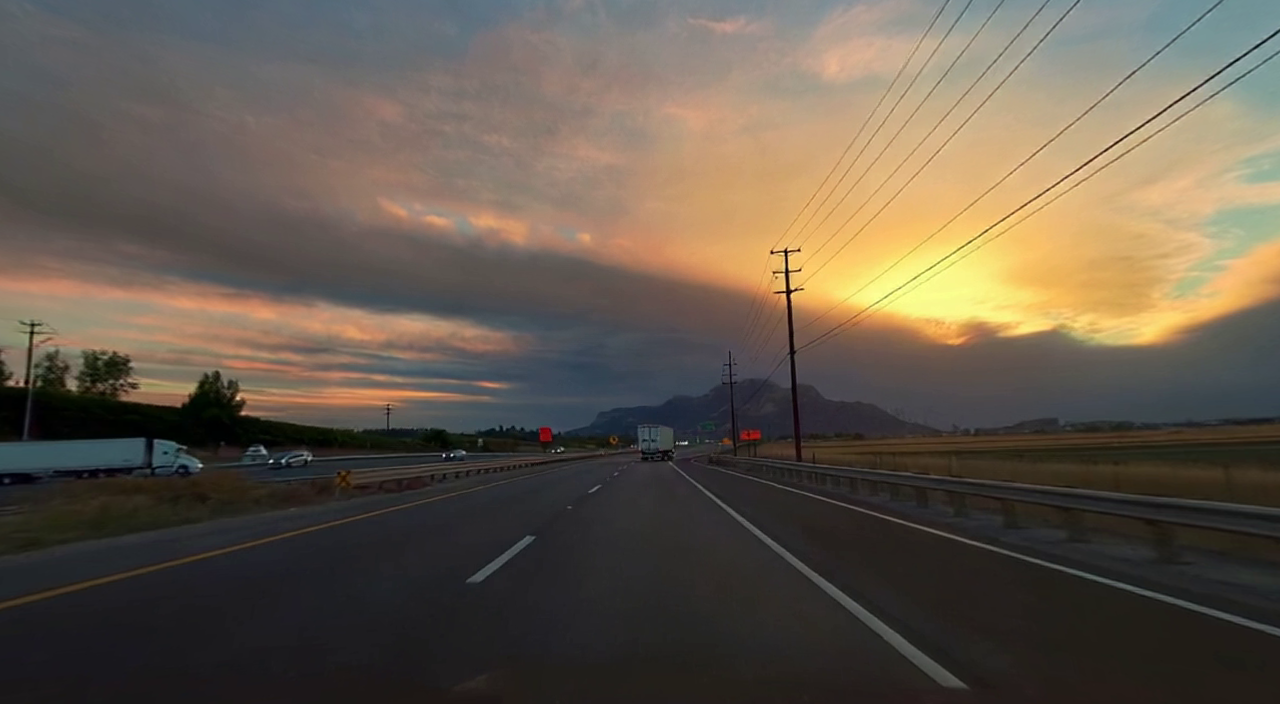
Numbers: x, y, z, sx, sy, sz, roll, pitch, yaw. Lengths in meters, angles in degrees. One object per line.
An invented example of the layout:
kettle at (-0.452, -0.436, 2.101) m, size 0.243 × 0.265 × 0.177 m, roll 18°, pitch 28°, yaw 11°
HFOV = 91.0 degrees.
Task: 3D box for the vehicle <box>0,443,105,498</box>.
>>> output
vehicle at (-48.007, 8.509, 44.993) m, size 3.082 × 3.896 × 14.770 m, roll -4°, pitch -10°, yaw 22°
